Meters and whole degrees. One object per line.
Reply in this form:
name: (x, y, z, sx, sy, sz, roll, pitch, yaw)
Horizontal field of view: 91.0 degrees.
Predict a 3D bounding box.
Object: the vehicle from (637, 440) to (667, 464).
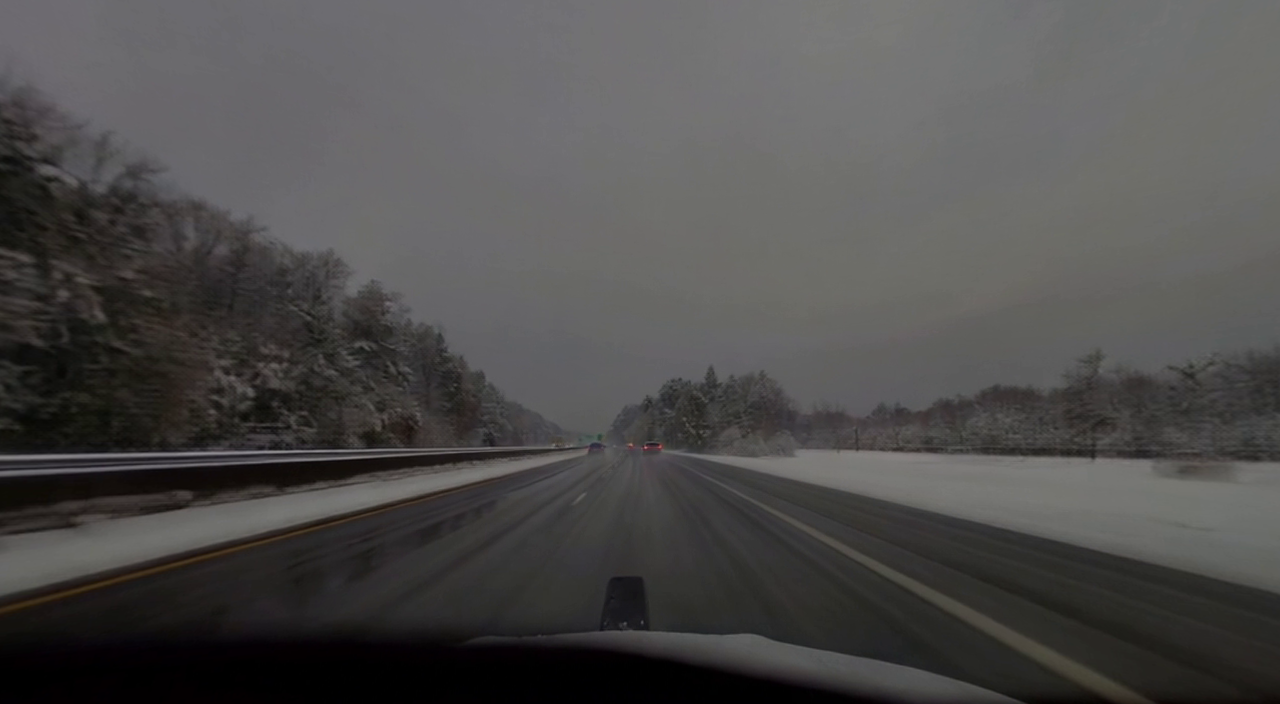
vehicle: (0.791, 6.951, 43.921, 1.966, 1.542, 3.979, 0, -8, -1)
